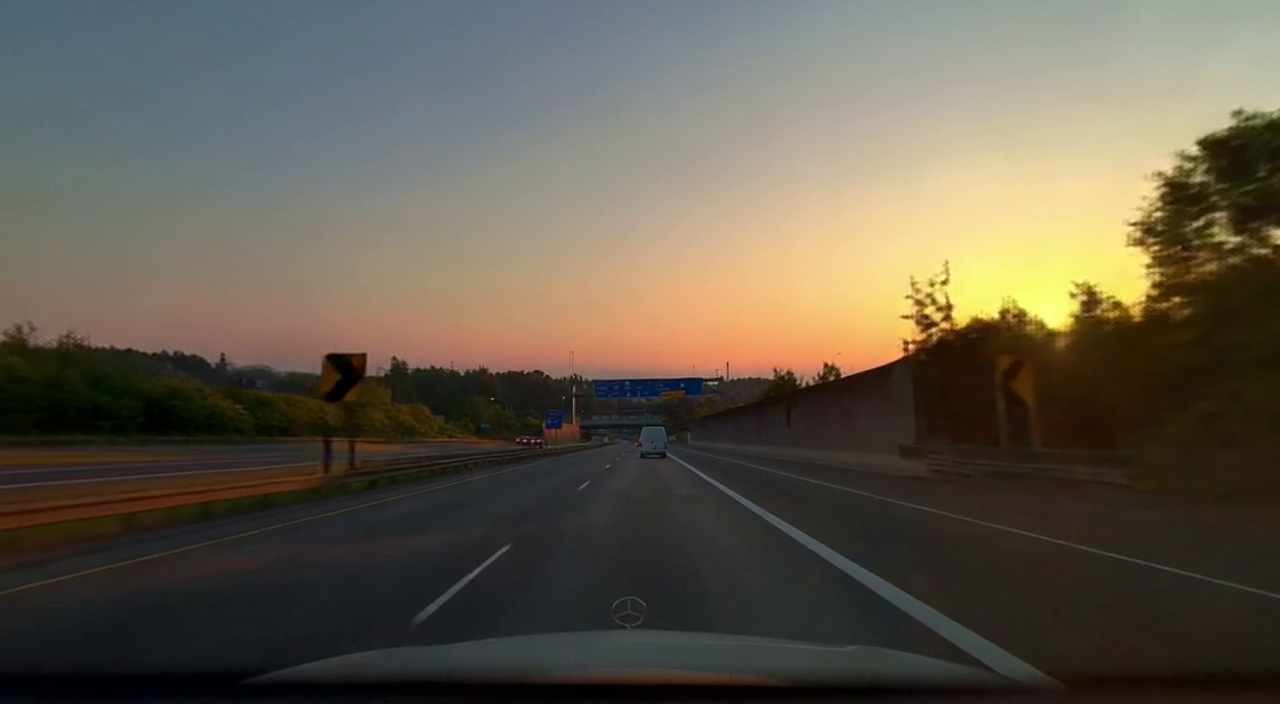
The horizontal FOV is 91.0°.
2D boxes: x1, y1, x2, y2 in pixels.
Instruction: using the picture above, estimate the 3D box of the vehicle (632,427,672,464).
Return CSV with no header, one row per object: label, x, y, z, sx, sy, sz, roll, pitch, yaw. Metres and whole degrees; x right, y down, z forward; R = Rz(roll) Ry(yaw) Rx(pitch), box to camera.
vehicle,0.713,5.788,38.893,2.277,2.109,4.922,0,-8,1
